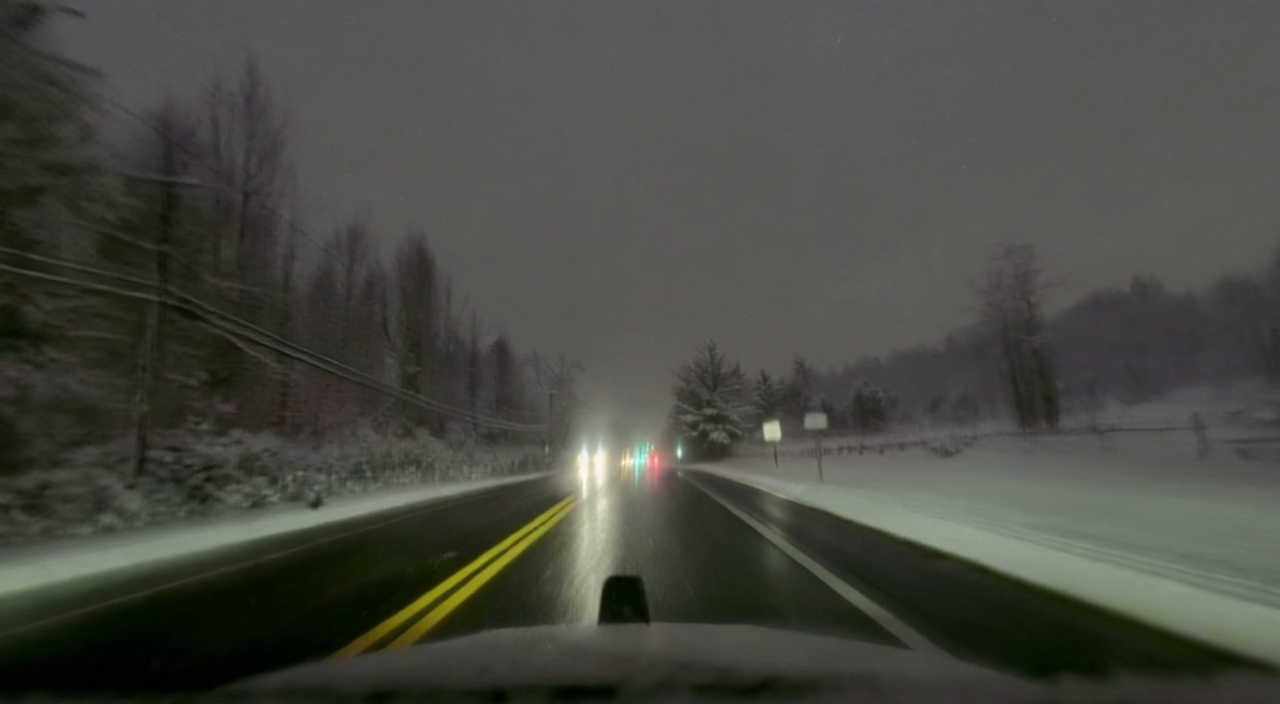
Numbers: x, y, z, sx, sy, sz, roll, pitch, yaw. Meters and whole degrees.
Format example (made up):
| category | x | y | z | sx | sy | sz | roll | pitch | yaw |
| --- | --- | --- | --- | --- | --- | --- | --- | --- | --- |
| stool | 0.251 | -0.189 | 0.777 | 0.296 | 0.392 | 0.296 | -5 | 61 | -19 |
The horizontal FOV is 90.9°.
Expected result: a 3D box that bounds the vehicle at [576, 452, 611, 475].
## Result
| category | x | y | z | sx | sy | sz | roll | pitch | yaw |
| --- | --- | --- | --- | --- | --- | --- | --- | --- | --- |
| vehicle | -3.196 | 7.837 | 44.414 | 1.937 | 1.473 | 4.570 | -1 | -8 | 2 |
